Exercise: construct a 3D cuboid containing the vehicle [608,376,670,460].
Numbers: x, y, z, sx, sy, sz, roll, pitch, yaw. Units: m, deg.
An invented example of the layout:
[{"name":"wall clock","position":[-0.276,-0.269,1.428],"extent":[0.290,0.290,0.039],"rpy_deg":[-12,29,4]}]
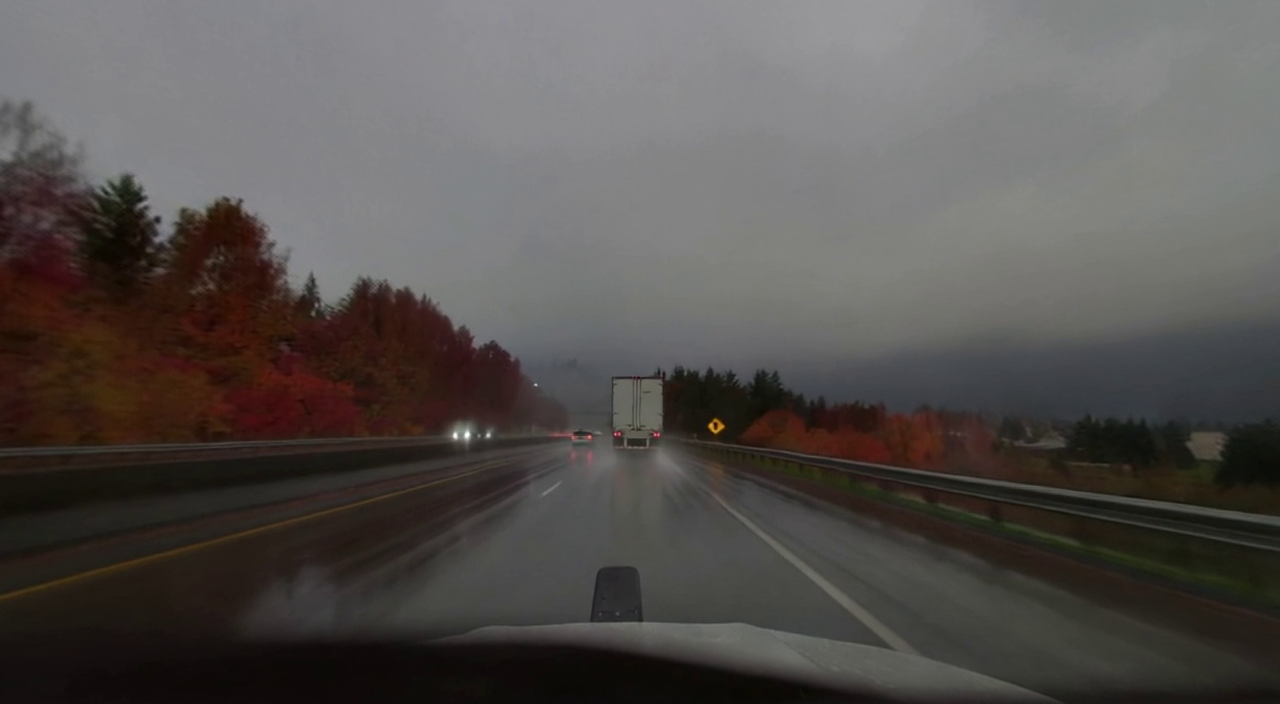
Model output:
[{"name":"vehicle","position":[-0.224,3.959,36.260],"extent":[3.013,4.016,11.496],"rpy_deg":[0,-8,-2]}]
